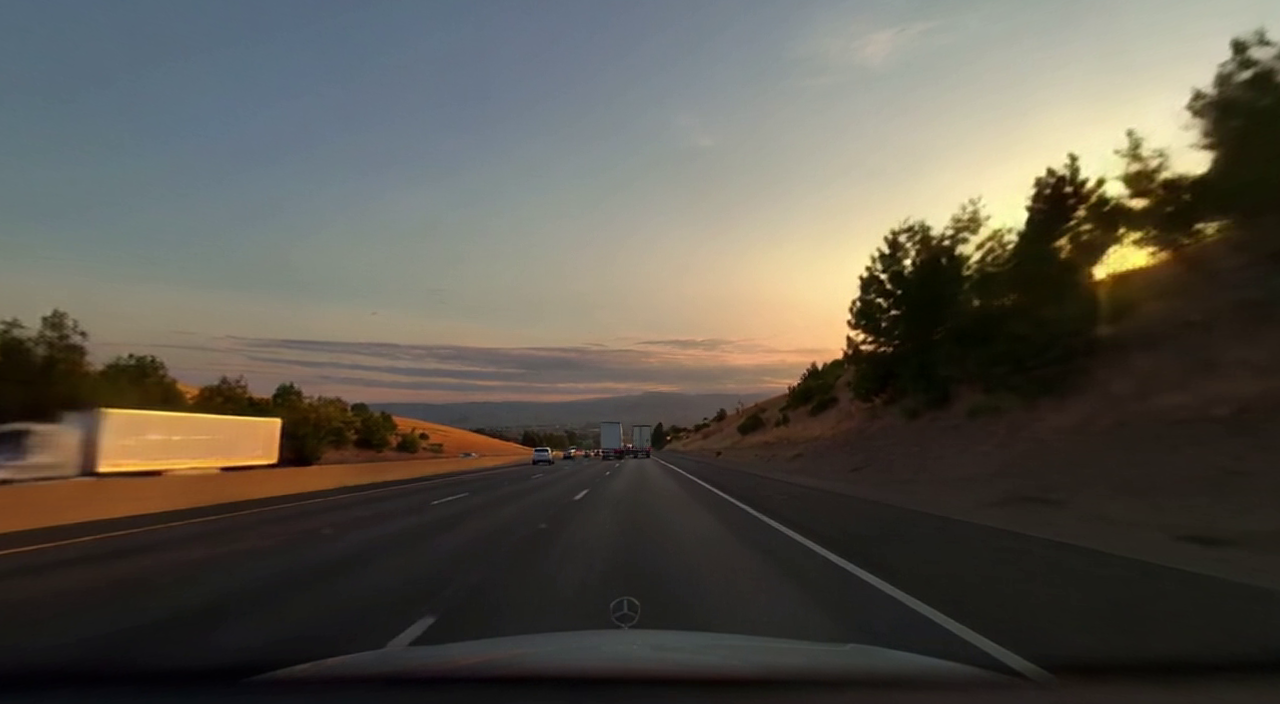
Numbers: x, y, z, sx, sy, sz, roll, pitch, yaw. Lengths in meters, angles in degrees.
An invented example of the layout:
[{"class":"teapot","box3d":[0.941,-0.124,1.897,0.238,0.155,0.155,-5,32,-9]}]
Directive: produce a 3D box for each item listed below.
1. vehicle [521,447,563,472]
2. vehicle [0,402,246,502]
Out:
[{"class":"vehicle","box3d":[-6.317,6.987,41.116,2.091,1.527,4.455,0,-9,-1]},{"class":"vehicle","box3d":[-22.750,4.556,28.798,2.948,3.729,10.045,0,-9,0]}]
